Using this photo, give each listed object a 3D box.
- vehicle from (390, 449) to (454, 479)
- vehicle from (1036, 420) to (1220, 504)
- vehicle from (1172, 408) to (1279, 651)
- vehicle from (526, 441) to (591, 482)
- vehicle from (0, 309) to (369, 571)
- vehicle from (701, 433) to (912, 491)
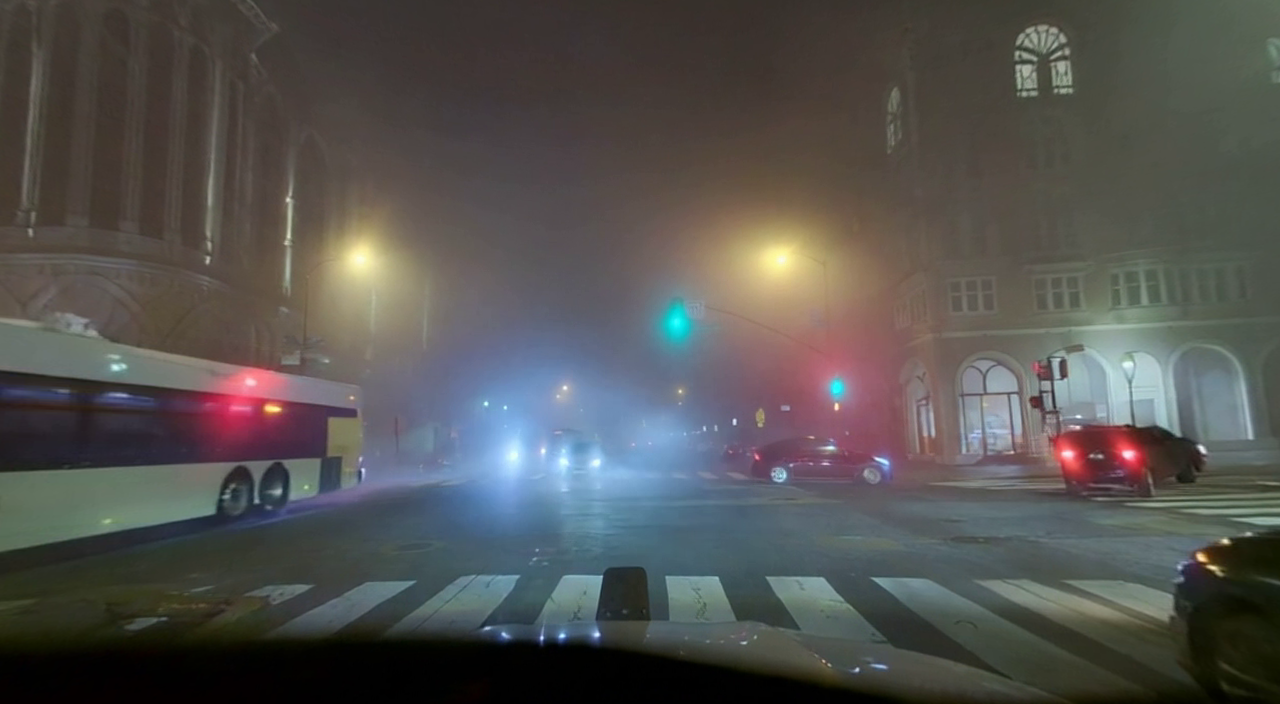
[{"bbox_3d":[-11.916,6.113,34.809,1.998,1.505,4.405,0,-8,-1],"label":"vehicle"},{"bbox_3d":[10.489,2.283,13.464,4.271,1.495,2.006,6,-11,-38],"label":"vehicle"},{"bbox_3d":[4.927,0.854,2.211,1.912,1.505,4.889,0,-8,1],"label":"vehicle"},{"bbox_3d":[-3.068,4.235,24.740,1.904,1.402,4.759,0,-8,0],"label":"vehicle"},{"bbox_3d":[-8.788,1.736,12.531,2.763,3.411,8.508,0,-8,1],"label":"vehicle"},{"bbox_3d":[4.605,3.051,17.759,5.388,1.465,2.050,-3,-9,18],"label":"vehicle"}]
